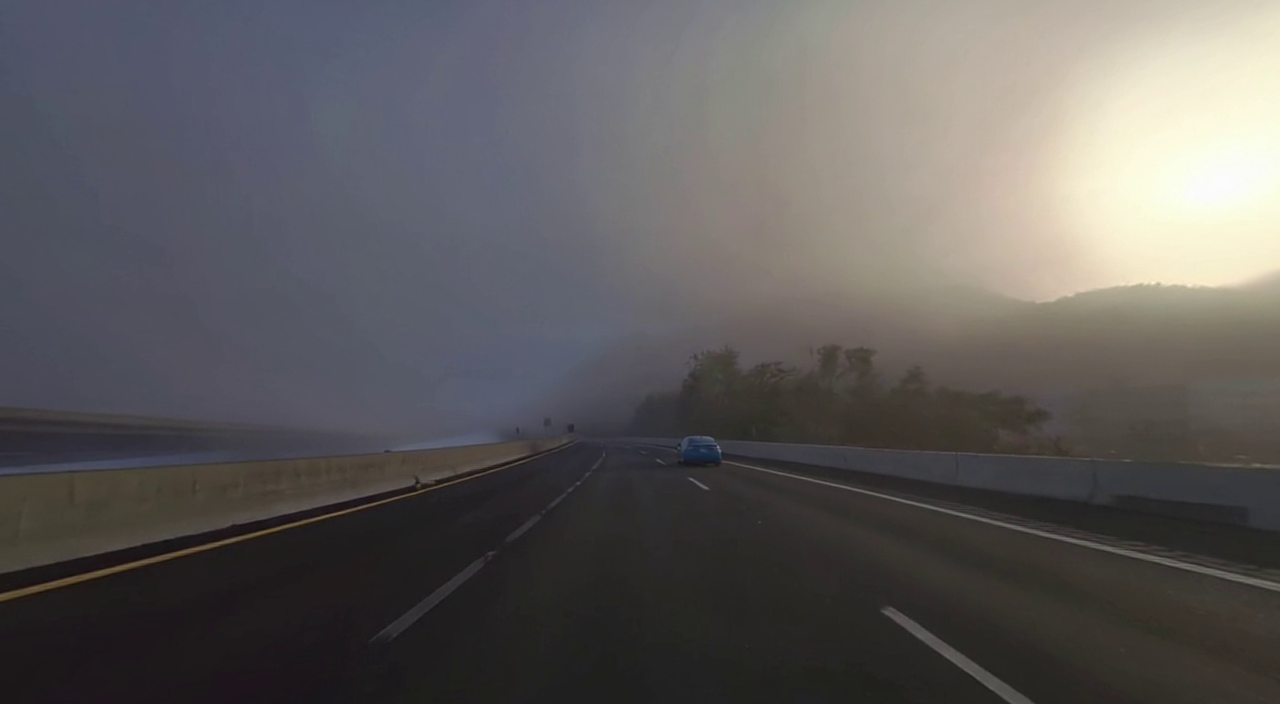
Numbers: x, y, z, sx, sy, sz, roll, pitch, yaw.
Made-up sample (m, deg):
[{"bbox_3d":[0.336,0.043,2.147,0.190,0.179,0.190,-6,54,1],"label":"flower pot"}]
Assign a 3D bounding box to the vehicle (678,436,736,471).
[{"bbox_3d":[2.906,4.543,28.367,1.985,1.440,4.466,0,-8,-2],"label":"vehicle"}]
